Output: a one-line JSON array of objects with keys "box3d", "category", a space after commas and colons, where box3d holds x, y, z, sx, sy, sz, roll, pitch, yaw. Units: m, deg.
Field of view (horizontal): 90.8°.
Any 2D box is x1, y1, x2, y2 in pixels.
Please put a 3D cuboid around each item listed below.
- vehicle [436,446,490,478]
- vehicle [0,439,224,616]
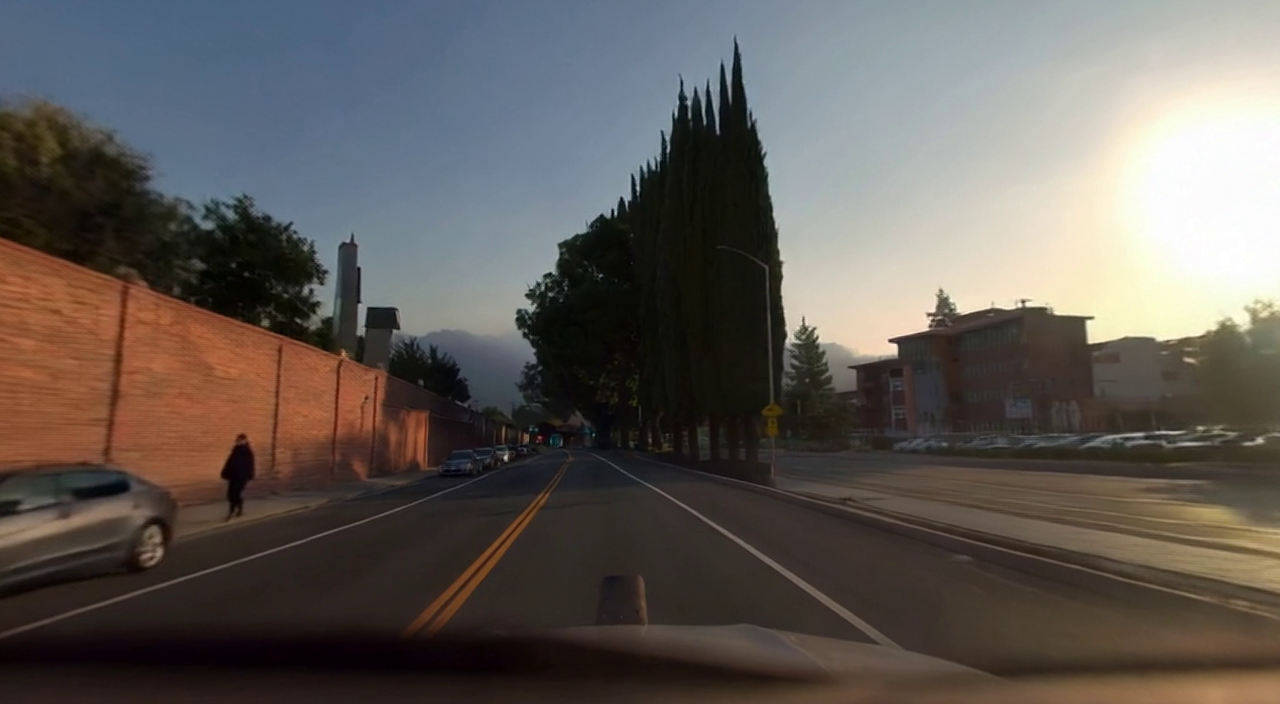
[{"box3d": [-9.362, 5.822, 33.794, 1.899, 1.485, 4.593, 2, -8, -5], "category": "vehicle"}, {"box3d": [-6.702, 1.711, 6.701, 1.877, 1.507, 4.363, 2, -8, -5], "category": "vehicle"}]
